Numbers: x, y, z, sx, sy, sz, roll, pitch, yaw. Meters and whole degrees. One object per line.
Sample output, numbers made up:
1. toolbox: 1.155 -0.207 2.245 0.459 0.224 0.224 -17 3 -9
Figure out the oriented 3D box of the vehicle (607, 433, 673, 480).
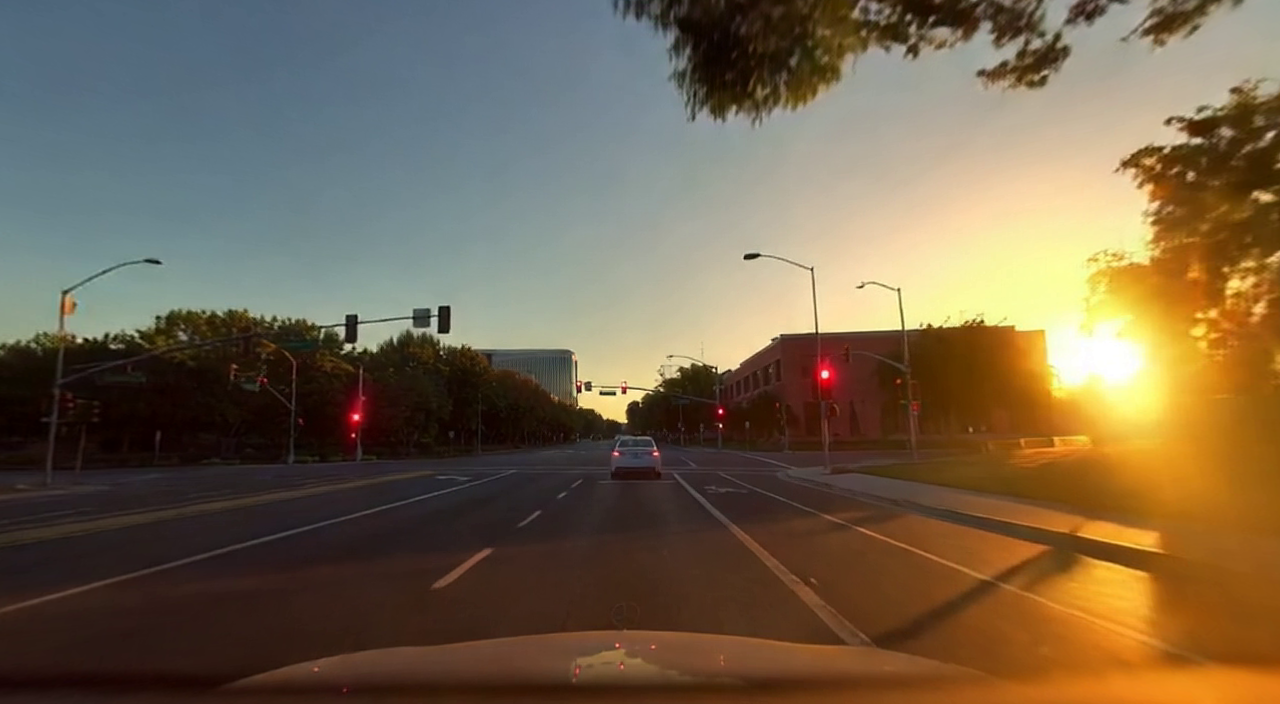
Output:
1. vehicle: -0.050 3.644 22.246 2.107 1.470 3.974 0 -9 -1
